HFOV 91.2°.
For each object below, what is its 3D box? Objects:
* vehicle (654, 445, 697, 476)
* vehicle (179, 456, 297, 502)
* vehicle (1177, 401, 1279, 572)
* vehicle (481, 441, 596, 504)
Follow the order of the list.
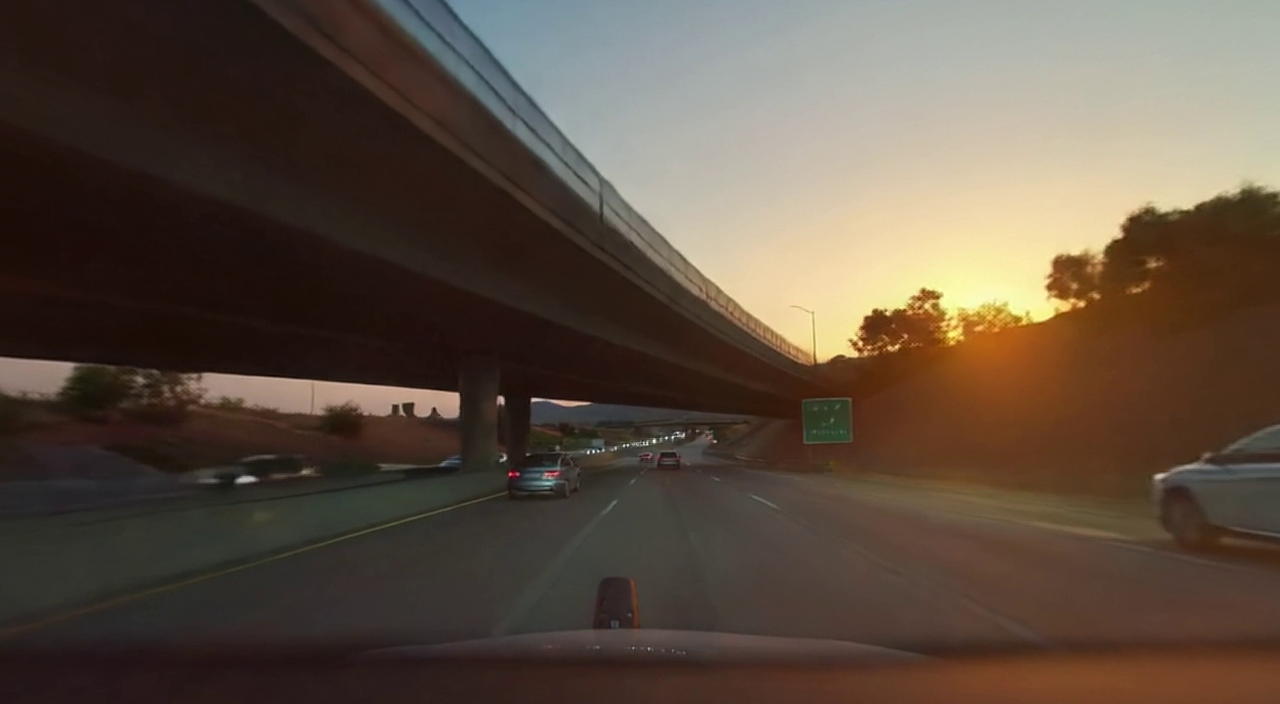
[{"bbox_3d":[2.025,5.978,34.685,1.969,1.595,3.964,-2,-9,9],"label":"vehicle"},{"bbox_3d":[-15.395,4.854,24.329,1.883,1.560,4.194,0,-9,-2],"label":"vehicle"},{"bbox_3d":[7.266,1.180,5.227,2.143,1.667,4.221,-2,-9,8],"label":"vehicle"},{"bbox_3d":[-2.775,3.419,18.272,2.084,1.594,4.219,-2,-9,9],"label":"vehicle"}]
